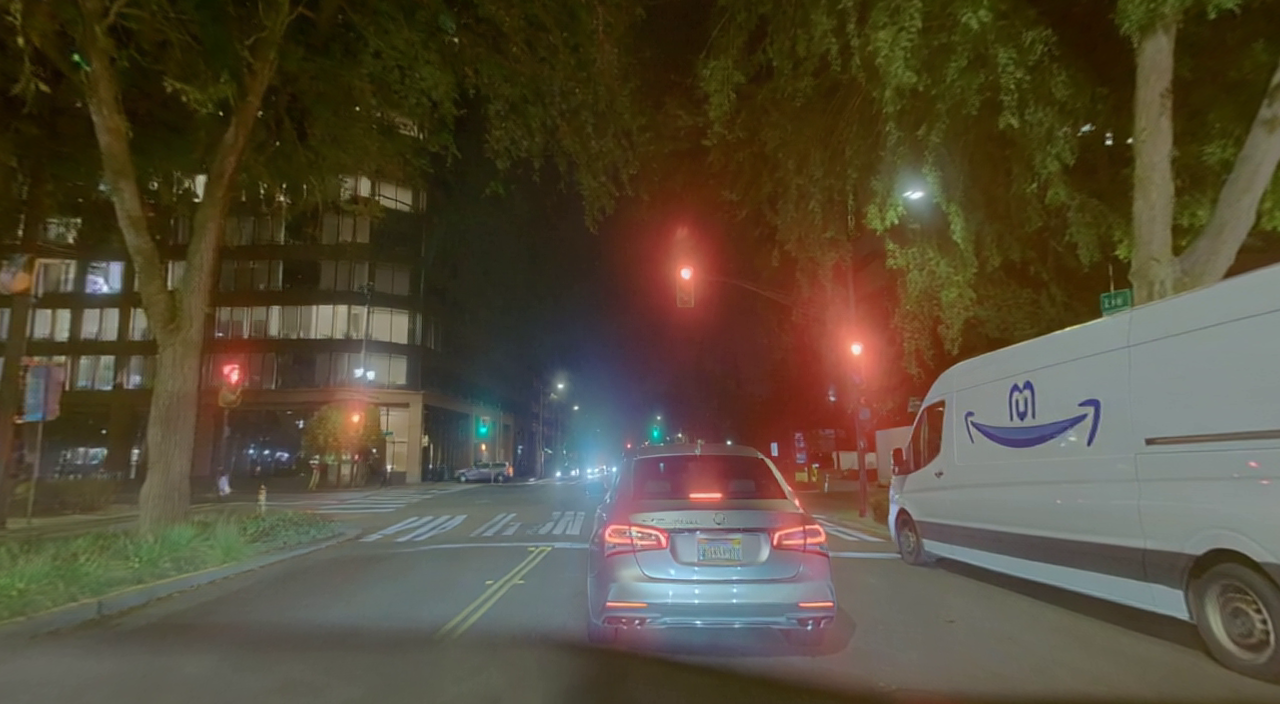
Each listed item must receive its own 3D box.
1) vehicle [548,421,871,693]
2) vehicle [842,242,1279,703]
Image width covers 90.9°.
[{"bbox_3d":[0.386,1.591,5.735,1.961,1.629,3.610,1,-10,-1],"label":"vehicle"},{"bbox_3d":[2.853,0.894,2.902,2.054,1.965,5.248,1,-11,0],"label":"vehicle"}]
